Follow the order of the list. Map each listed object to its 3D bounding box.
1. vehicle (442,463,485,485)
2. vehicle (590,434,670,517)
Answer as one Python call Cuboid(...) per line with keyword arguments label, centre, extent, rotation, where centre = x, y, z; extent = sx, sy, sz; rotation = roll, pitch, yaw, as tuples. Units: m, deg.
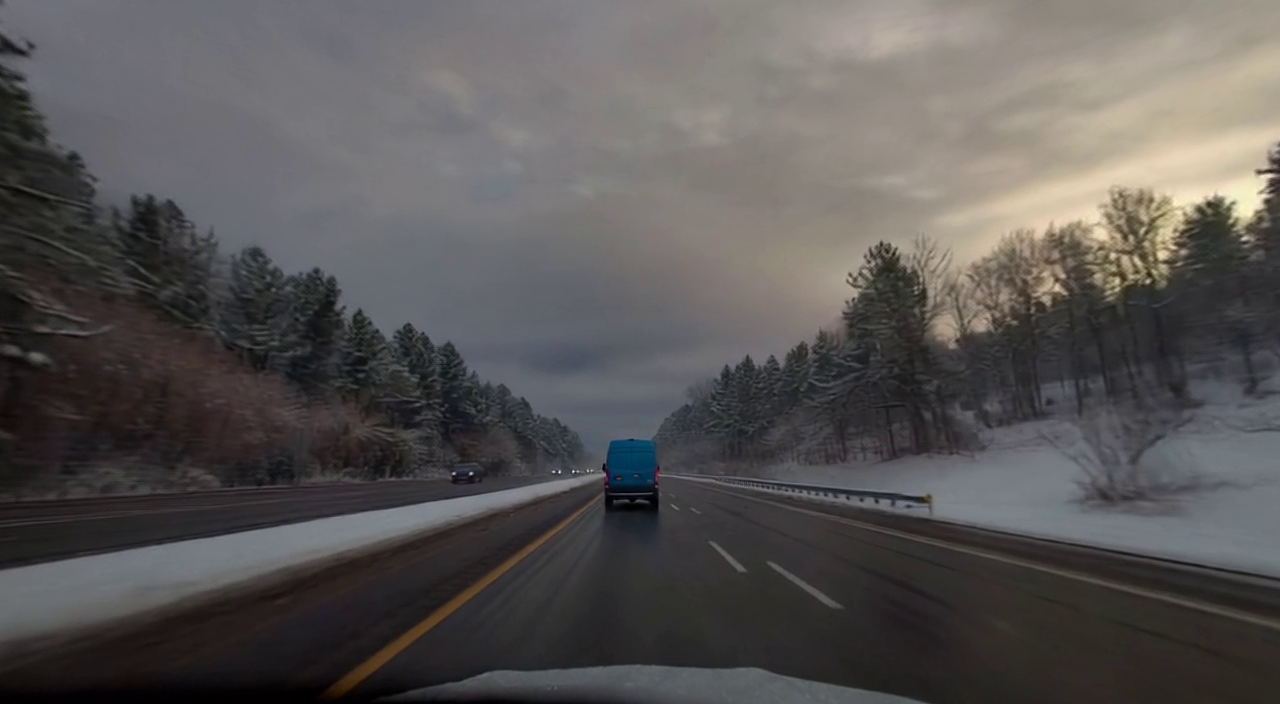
Cuboid(label="vehicle", centre=(-13.464, 9.326, 48.254), extent=(1.950, 1.574, 4.596), rotation=(1, -10, 0))
Cuboid(label="vehicle", centre=(-0.444, 4.284, 22.143), extent=(2.375, 2.432, 6.161), rotation=(1, -10, -3))
